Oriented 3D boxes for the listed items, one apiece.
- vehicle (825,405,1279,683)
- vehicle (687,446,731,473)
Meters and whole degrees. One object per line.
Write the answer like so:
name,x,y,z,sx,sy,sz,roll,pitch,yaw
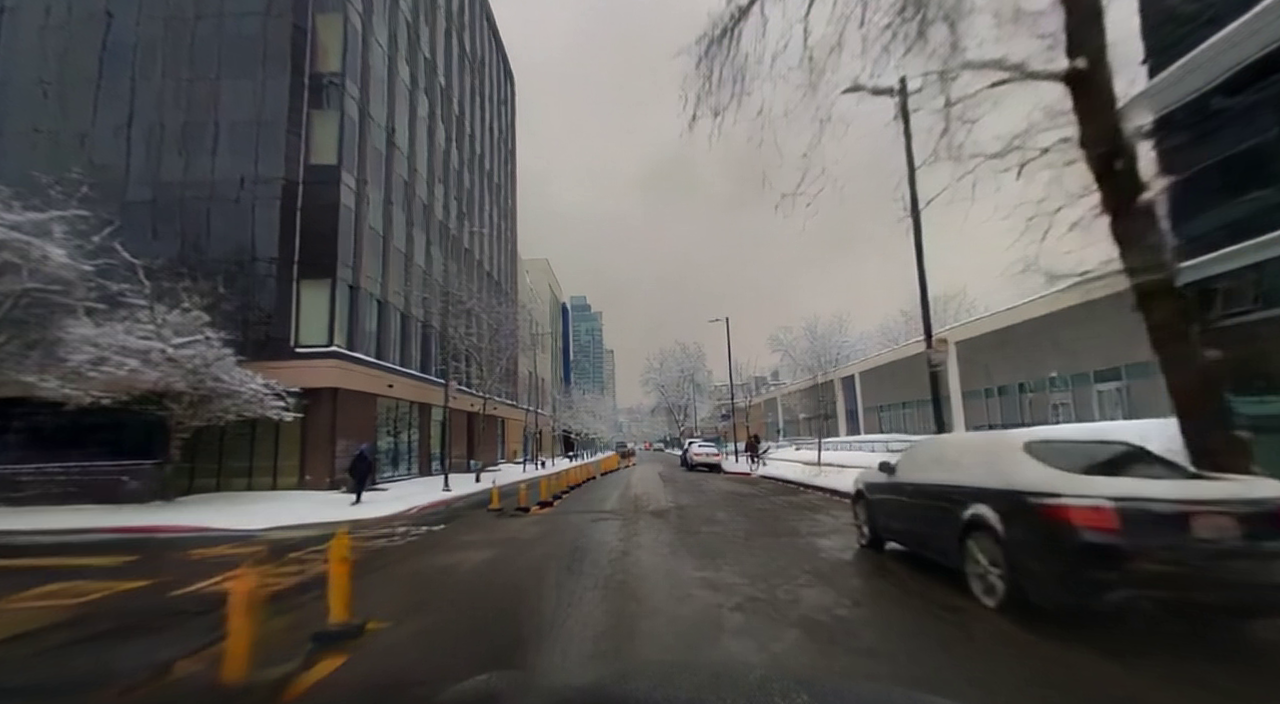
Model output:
vehicle,3.427,1.377,5.874,1.963,1.445,4.948,-1,-8,1
vehicle,3.890,6.133,36.337,2.020,1.448,4.220,-1,-8,-1
